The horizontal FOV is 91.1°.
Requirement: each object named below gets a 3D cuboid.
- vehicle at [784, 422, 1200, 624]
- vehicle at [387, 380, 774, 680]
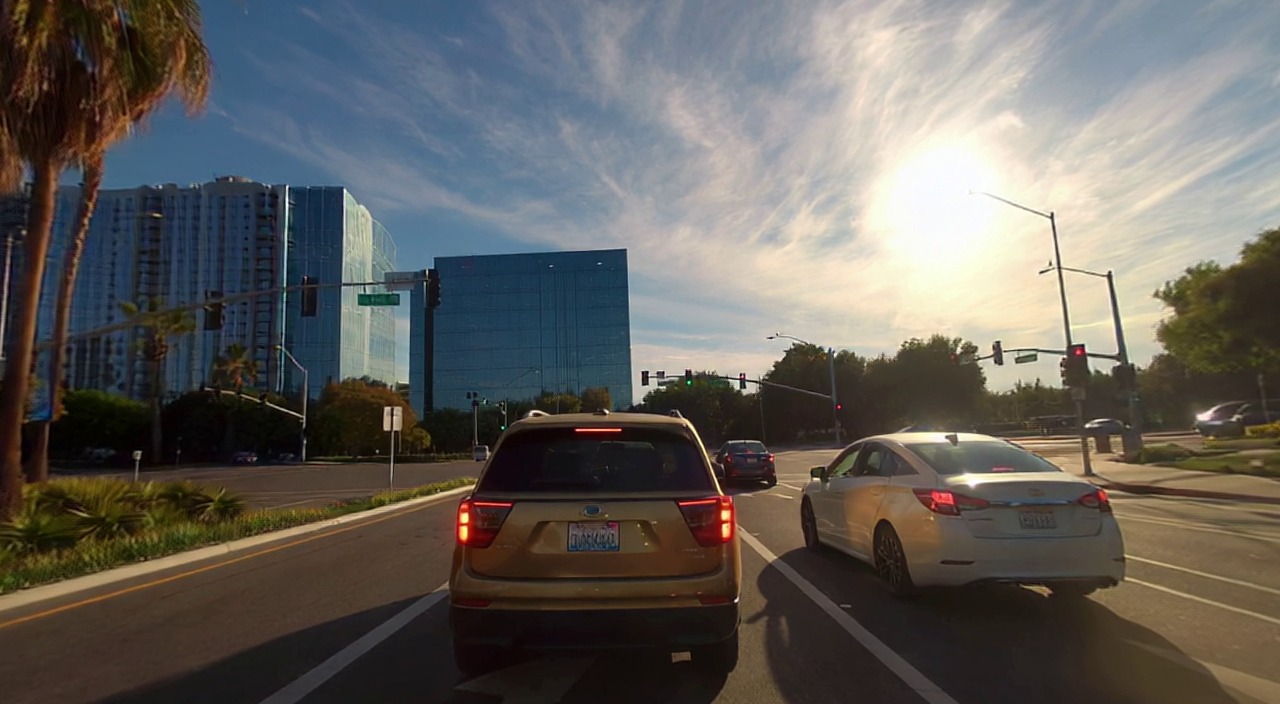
[{"bbox_3d":[3.118,1.596,6.931,1.971,1.473,4.495,0,-8,0],"label":"vehicle"},{"bbox_3d":[-0.340,1.306,5.656,2.172,1.694,4.055,0,-8,0],"label":"vehicle"}]
